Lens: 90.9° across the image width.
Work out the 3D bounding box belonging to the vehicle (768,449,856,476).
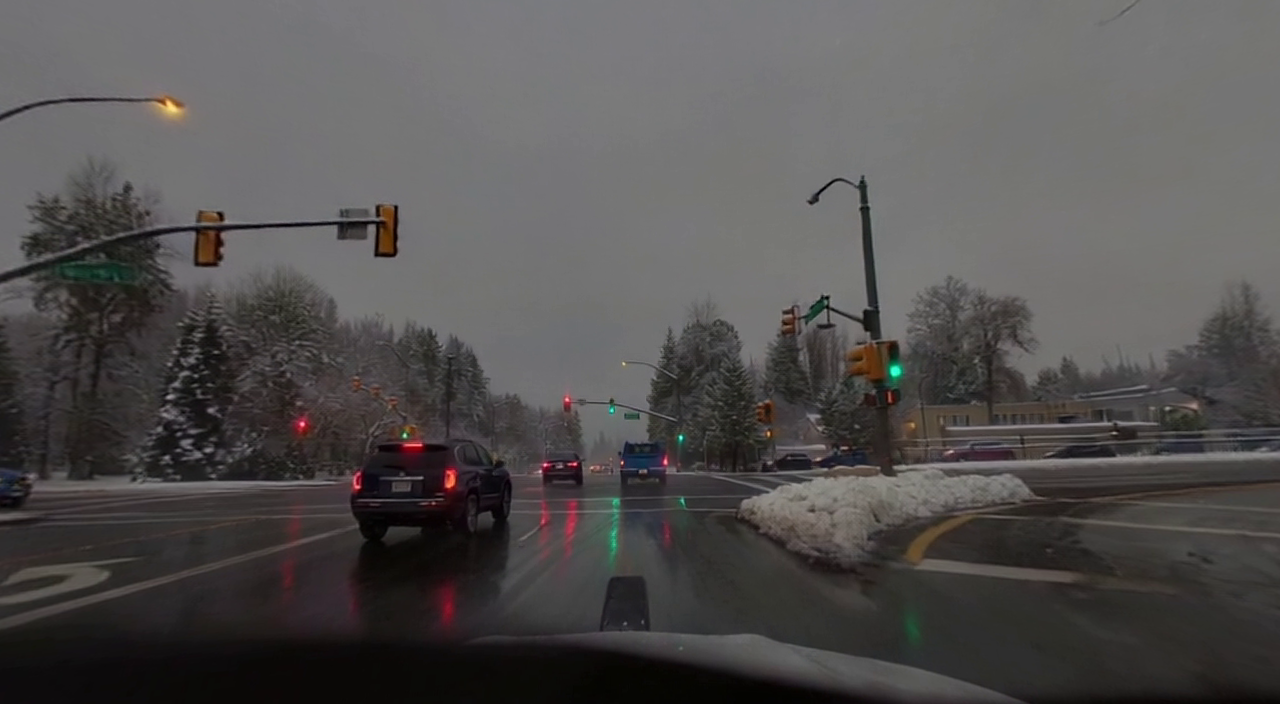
[{"bbox_3d":[10.838,7.010,39.886,4.875,1.473,2.077,-2,-11,-2],"label":"vehicle"}]

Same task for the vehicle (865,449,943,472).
[{"bbox_3d":[18.323,7.567,43.870,4.478,1.495,2.063,0,-8,-1],"label":"vehicle"}]

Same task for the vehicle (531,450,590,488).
[{"bbox_3d":[-3.420,5.126,27.964,2.013,1.474,4.393,0,-8,1],"label":"vehicle"}]

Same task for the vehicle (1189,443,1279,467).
[{"bbox_3d":[37.991,6.515,40.063,4.525,1.468,1.839,0,-8,-5],"label":"vehicle"}]

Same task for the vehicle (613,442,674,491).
[{"bbox_3d":[0.151,4.319,24.246,2.163,1.678,3.846,0,-8,1],"label":"vehicle"}]

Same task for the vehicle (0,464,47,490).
[{"bbox_3d":[-49.698,9.747,49.310,4.587,1.833,2.154,-1,-8,6],"label":"vehicle"}]

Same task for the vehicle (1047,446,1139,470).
[{"bbox_3d":[28.849,6.769,40.257,4.365,1.448,1.928,0,-8,0],"label":"vehicle"}]

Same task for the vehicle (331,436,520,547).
[{"bbox_3d":[-3.346,2.198,10.642,1.960,1.528,3.490,0,-8,0],"label":"vehicle"}]

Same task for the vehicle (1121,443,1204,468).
[{"bbox_3d":[39.661,7.851,47.865,4.580,1.807,1.967,0,-8,-3],"label":"vehicle"}]

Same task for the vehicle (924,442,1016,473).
[{"bbox_3d":[20.919,6.684,40.088,4.585,1.681,2.140,-3,-9,0],"label":"vehicle"}]
